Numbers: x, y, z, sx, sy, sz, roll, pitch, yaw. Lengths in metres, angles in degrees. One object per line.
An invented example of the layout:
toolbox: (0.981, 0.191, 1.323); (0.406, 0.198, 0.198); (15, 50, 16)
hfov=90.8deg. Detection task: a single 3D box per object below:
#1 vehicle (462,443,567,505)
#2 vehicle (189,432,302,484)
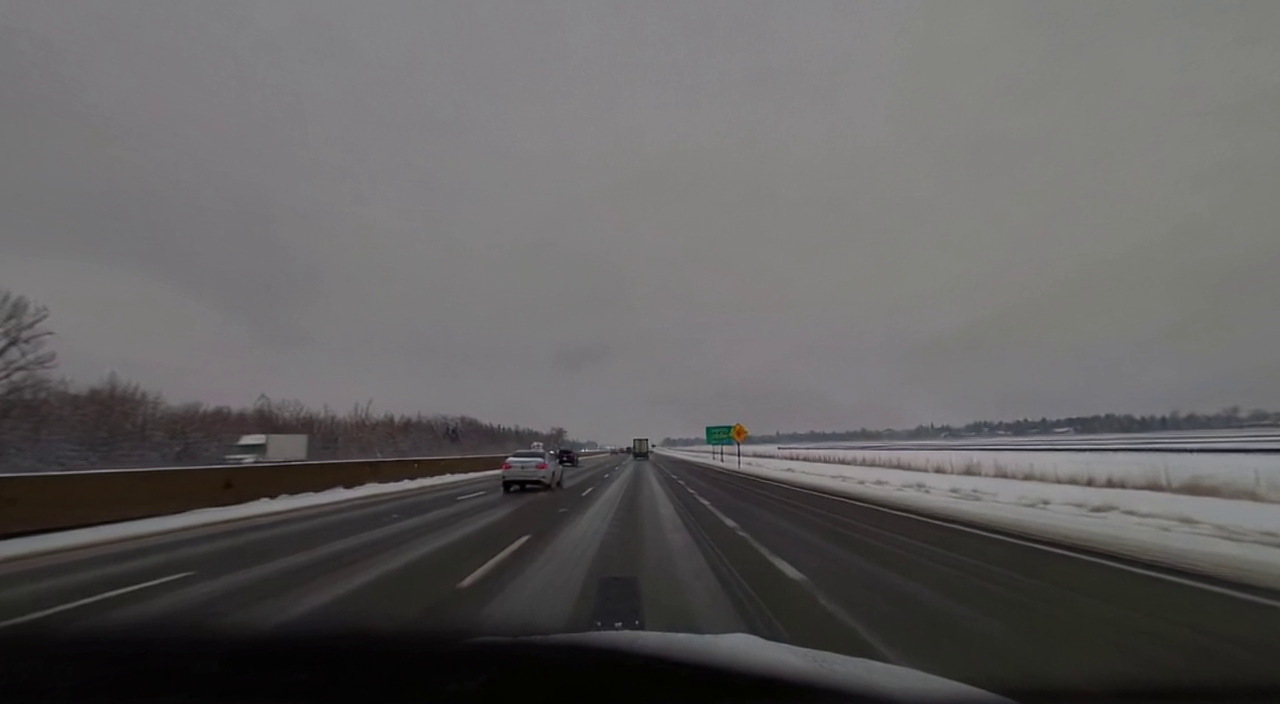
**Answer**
vehicle: (-3.587, 3.591, 18.954); (2.139, 1.607, 4.378); (0, -9, 1)
vehicle: (-20.440, 5.530, 33.122); (2.259, 2.455, 5.747); (0, -9, -2)
